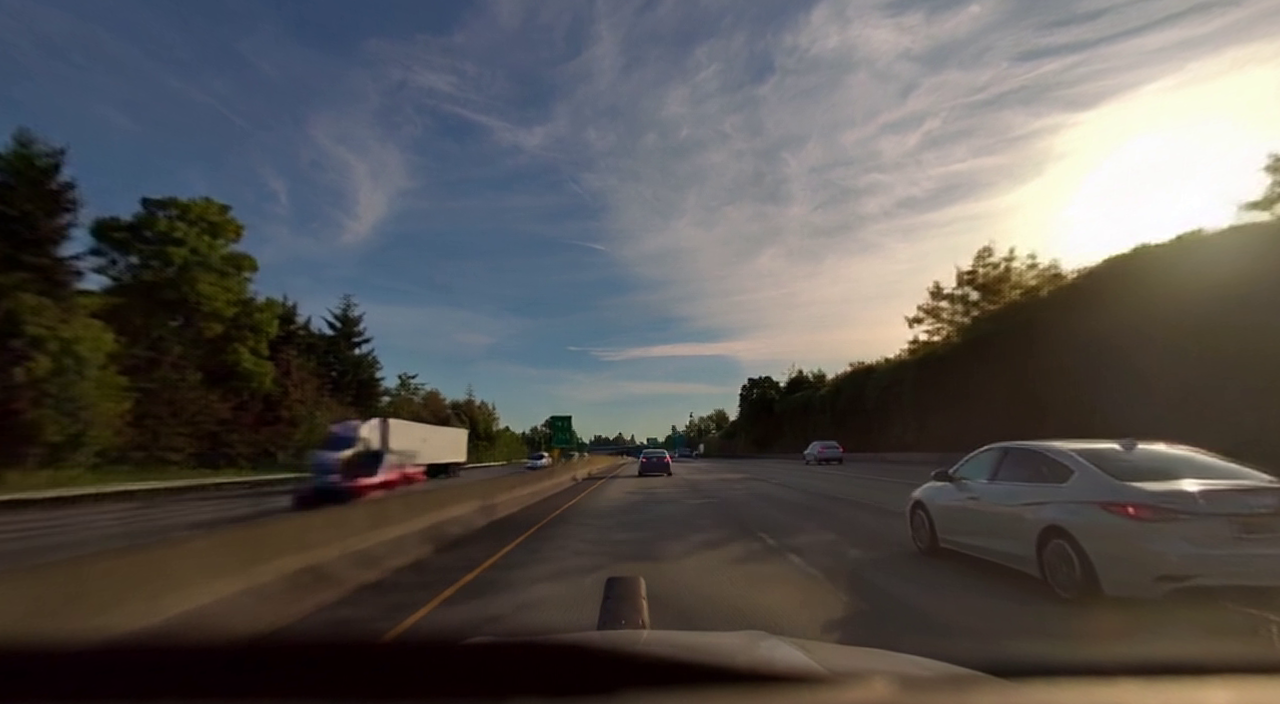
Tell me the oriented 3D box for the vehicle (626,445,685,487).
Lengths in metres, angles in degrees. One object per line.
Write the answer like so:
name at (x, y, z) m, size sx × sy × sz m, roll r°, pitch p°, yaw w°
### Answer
vehicle at (0.578, 4.556, 25.476) m, size 2.177 × 1.520 × 4.278 m, roll 0°, pitch -9°, yaw 0°

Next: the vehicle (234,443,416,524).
vehicle at (-6.965, 2.924, 14.544) m, size 1.992 × 1.575 × 4.183 m, roll 0°, pitch -9°, yaw 0°

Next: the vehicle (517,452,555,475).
vehicle at (-7.404, 7.947, 45.126) m, size 1.911 × 1.497 × 4.500 m, roll 0°, pitch -9°, yaw 0°

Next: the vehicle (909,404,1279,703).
vehicle at (3.746, 1.192, 4.141) m, size 2.029 × 1.475 × 4.279 m, roll 0°, pitch -9°, yaw 0°
